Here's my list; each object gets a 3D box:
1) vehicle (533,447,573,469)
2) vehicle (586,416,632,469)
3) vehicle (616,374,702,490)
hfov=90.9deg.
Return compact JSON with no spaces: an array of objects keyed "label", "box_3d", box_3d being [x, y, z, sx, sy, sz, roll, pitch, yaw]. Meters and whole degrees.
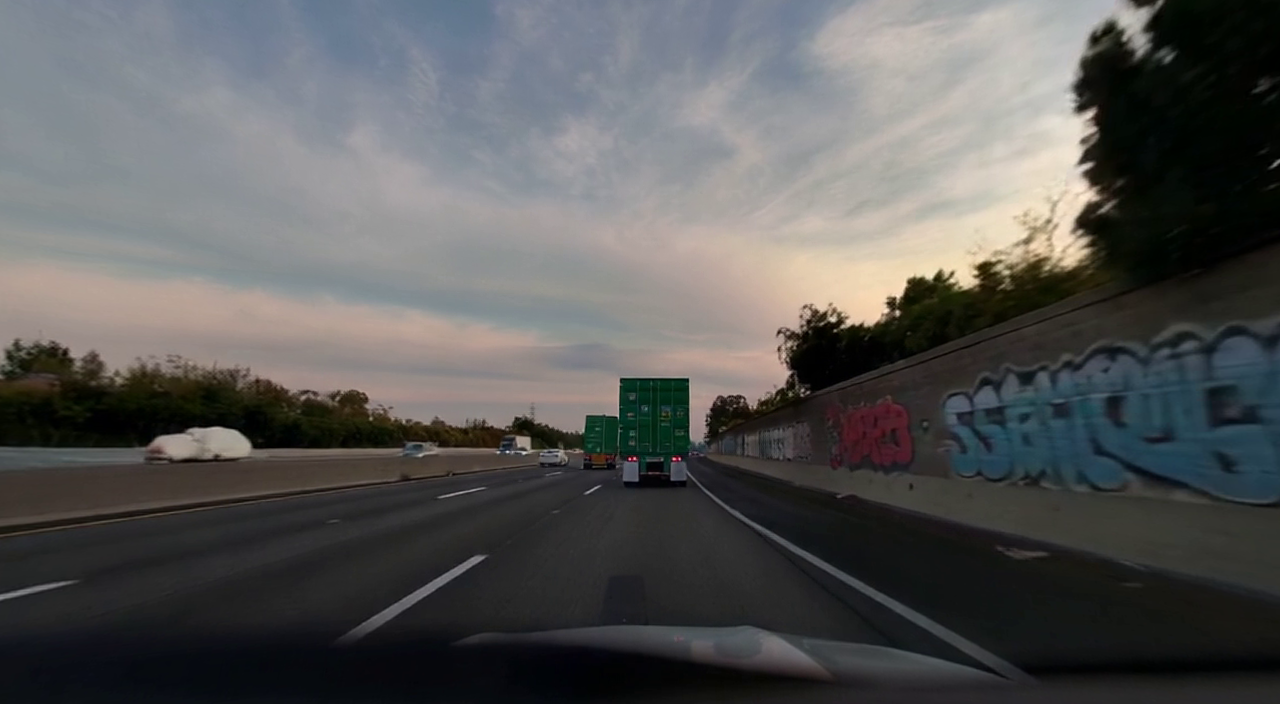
[{"label":"vehicle","box_3d":[-6.221,7.668,45.686,1.962,1.471,4.792,0,-9,3]},{"label":"vehicle","box_3d":[-2.279,7.119,49.151,2.713,3.704,9.148,0,-9,3]},{"label":"vehicle","box_3d":[0.856,3.637,27.779,2.997,4.069,10.871,0,-9,2]}]
